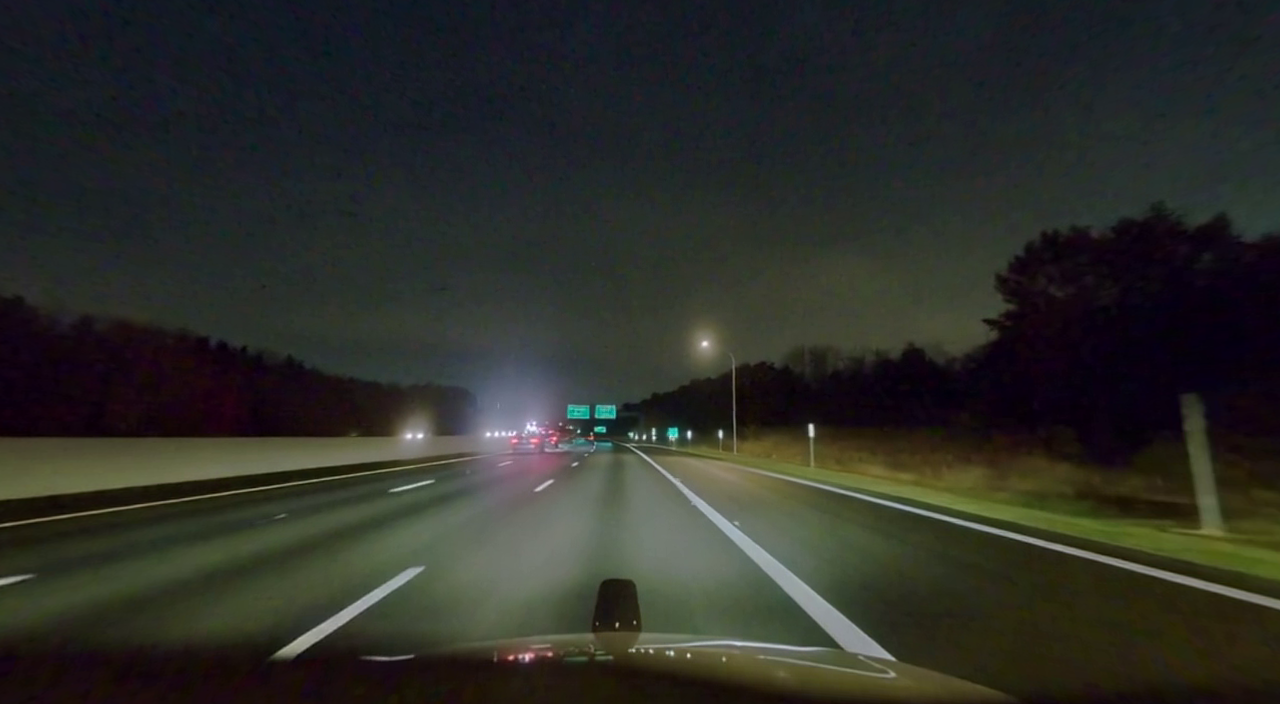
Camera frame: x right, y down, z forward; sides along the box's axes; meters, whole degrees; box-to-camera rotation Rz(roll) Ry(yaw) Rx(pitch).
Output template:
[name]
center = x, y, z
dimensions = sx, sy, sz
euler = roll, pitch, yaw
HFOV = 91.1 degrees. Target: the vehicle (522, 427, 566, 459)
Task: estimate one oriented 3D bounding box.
[vehicle]
center = -5.577, 5.348, 37.070
dimensions = 2.007, 1.727, 4.040
euler = 0, -8, -1
